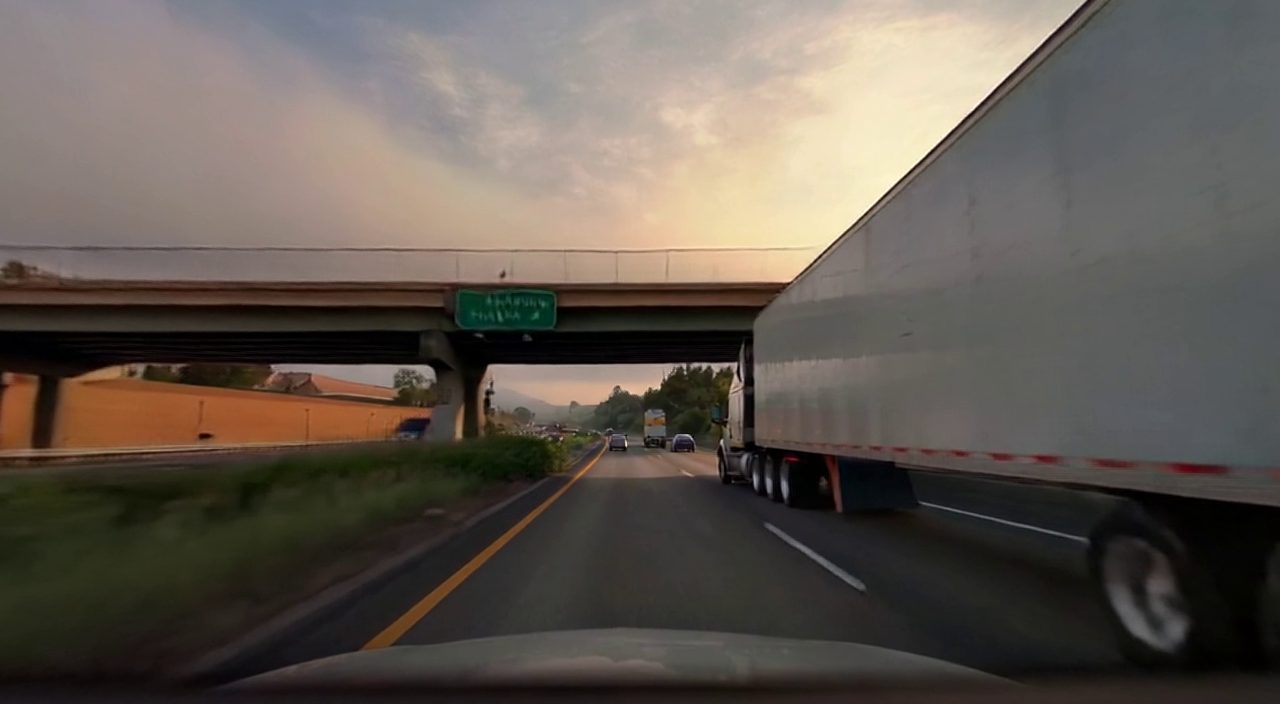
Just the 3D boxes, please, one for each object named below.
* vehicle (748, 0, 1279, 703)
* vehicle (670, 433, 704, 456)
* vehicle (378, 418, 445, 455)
[{"bbox_3d":[4.158,0.241,7.546,2.965,4.033,14.299,0,-7,-1],"label":"vehicle"},{"bbox_3d":[3.147,6.271,42.811,1.813,1.454,4.197,0,-7,-2],"label":"vehicle"},{"bbox_3d":[-13.186,4.911,36.740,2.066,1.982,5.059,0,-7,-1],"label":"vehicle"}]
